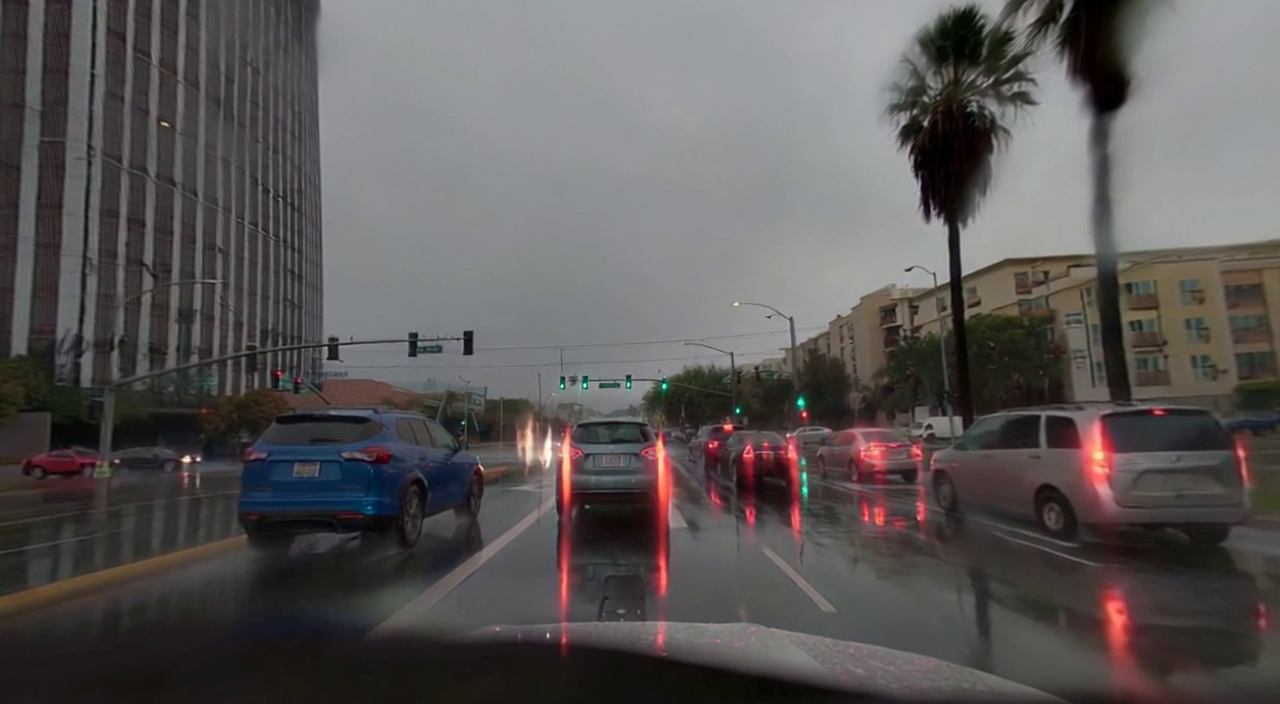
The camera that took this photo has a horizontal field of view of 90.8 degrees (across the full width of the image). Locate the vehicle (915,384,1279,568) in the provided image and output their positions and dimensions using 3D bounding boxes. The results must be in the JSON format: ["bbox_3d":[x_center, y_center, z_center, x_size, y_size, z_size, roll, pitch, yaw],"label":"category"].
[{"bbox_3d":[6.453,1.725,9.551,2.130,1.979,5.310,0,-8,0],"label":"vehicle"}]

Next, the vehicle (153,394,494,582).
[{"bbox_3d":[-3.534,1.619,8.283,2.136,1.779,4.417,0,-8,0],"label":"vehicle"}]

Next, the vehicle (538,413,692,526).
[{"bbox_3d":[-0.429,2.076,11.642,2.302,1.681,4.217,0,-8,-2],"label":"vehicle"}]

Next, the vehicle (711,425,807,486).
[{"bbox_3d":[3.334,3.000,18.545,1.975,1.598,4.025,0,-8,-1],"label":"vehicle"}]

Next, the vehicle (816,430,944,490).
[{"bbox_3d":[6.540,2.987,17.766,1.764,1.451,4.300,0,-8,-2],"label":"vehicle"}]

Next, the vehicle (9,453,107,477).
[{"bbox_3d":[-42.472,8.233,46.205,4.867,1.689,1.971,1,-8,-9],"label":"vehicle"}]
